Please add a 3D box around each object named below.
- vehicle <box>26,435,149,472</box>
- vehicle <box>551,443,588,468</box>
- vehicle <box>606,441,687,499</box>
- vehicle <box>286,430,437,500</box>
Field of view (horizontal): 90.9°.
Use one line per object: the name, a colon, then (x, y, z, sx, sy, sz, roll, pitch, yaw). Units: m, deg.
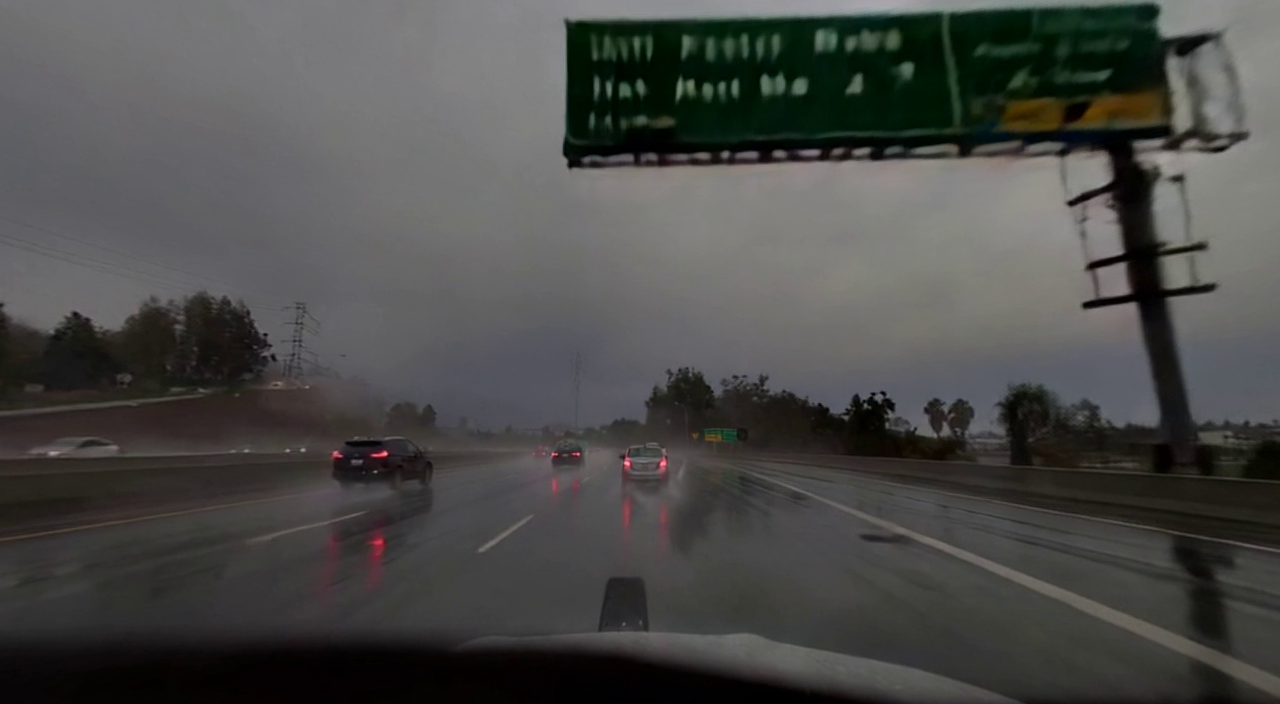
vehicle: (-31.518, 5.799, 36.285, 2.198, 1.939, 5.613, 0, -8, -3)
vehicle: (-5.153, 7.581, 46.424, 2.289, 1.777, 4.534, 0, -8, -1)
vehicle: (0.099, 3.359, 18.386, 2.082, 1.482, 4.126, 0, -8, -2)
vehicle: (-7.994, 3.296, 18.790, 2.206, 1.788, 4.914, 0, -8, 0)
